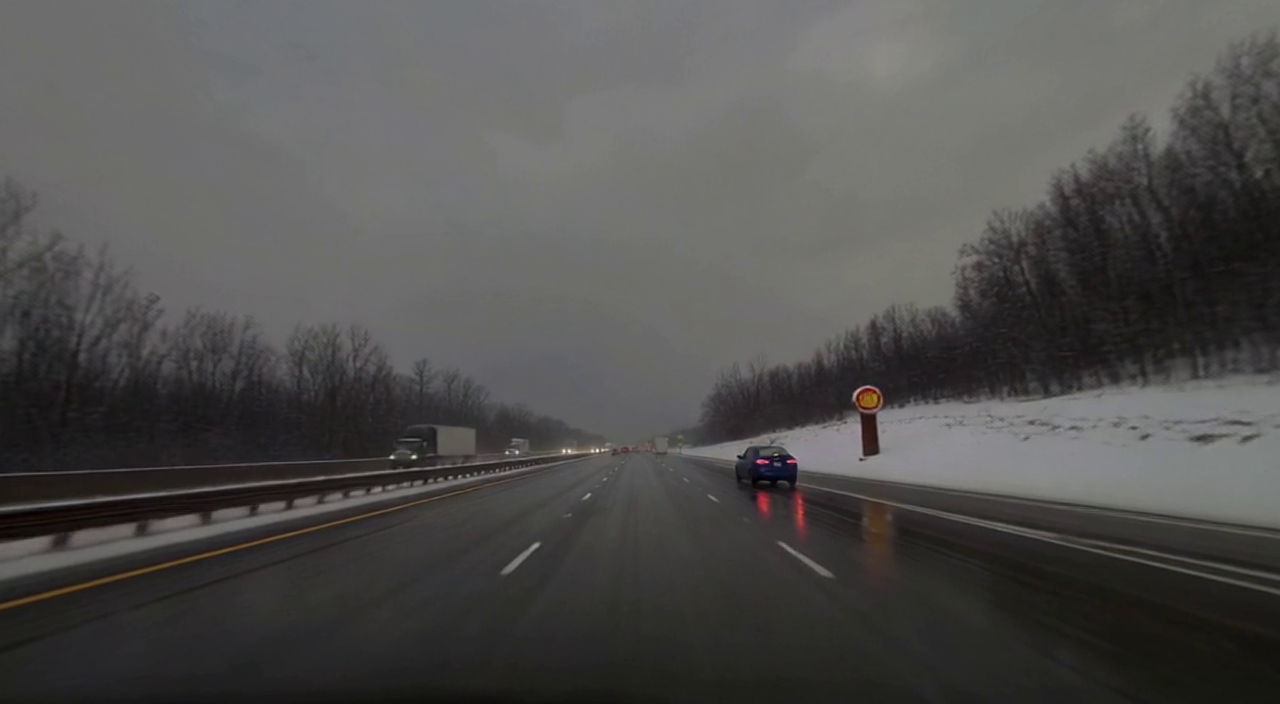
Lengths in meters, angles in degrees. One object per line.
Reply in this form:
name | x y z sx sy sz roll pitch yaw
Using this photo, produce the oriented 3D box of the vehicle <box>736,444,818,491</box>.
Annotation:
vehicle | 4.719 4.023 22.307 1.967 1.472 3.751 0 -9 -2
